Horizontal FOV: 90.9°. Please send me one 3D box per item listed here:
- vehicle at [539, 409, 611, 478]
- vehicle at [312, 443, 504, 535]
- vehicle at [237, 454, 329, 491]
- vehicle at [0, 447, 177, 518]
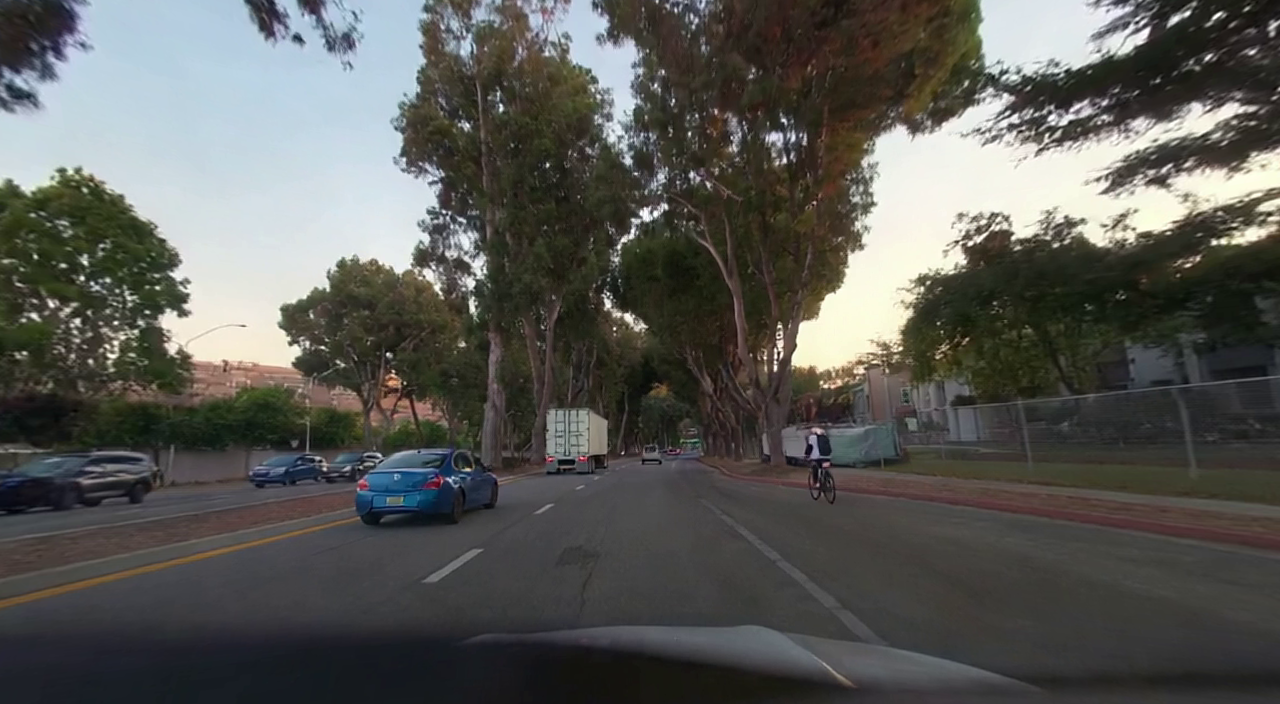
[{"bbox_3d":[-3.324,5.034,34.640,2.746,3.276,8.572,-1,-9,2],"label":"vehicle"},{"bbox_3d":[-4.205,2.535,12.351,2.005,1.462,4.345,-1,-9,2],"label":"vehicle"},{"bbox_3d":[-18.622,6.261,33.201,2.004,1.704,4.876,0,-9,0],"label":"vehicle"},{"bbox_3d":[-18.555,4.138,20.811,2.091,1.968,5.809,0,-9,0],"label":"vehicle"}]
